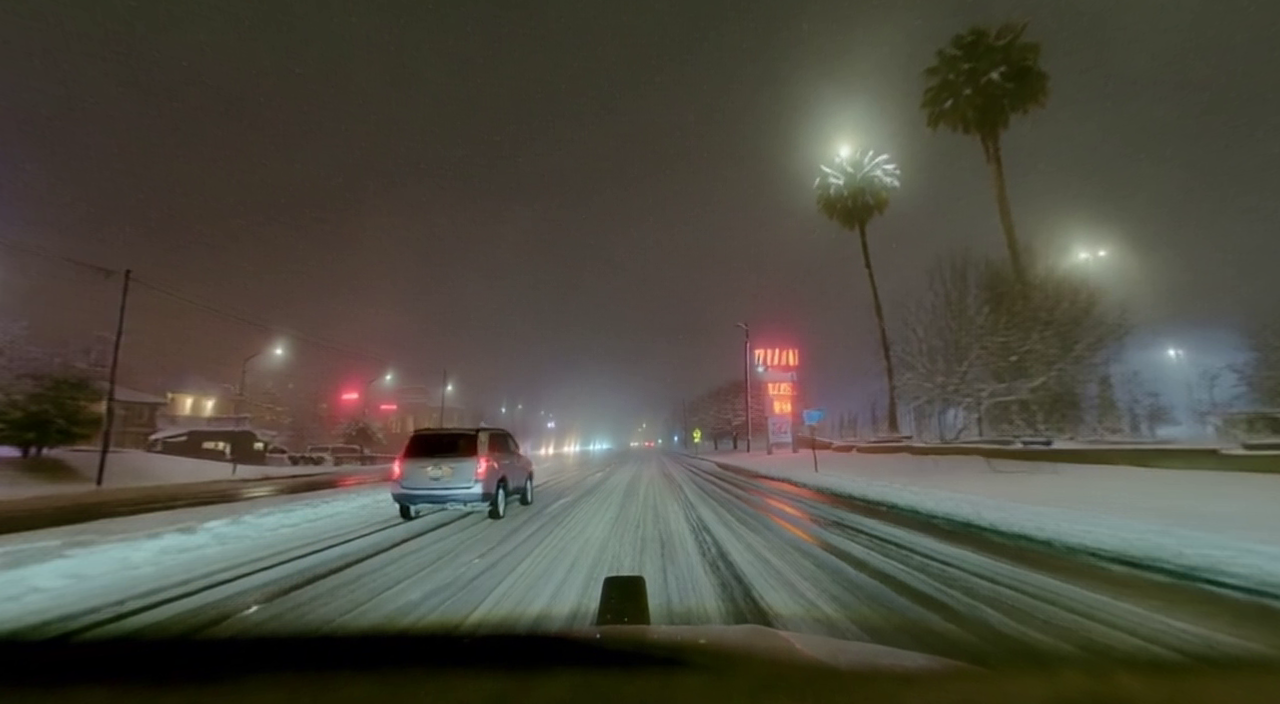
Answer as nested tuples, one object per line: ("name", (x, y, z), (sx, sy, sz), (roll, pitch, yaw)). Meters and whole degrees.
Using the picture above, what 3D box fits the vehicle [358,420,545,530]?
("vehicle", (-3.295, 2.245, 12.183), (2.062, 1.693, 4.669), (0, -8, 1))
